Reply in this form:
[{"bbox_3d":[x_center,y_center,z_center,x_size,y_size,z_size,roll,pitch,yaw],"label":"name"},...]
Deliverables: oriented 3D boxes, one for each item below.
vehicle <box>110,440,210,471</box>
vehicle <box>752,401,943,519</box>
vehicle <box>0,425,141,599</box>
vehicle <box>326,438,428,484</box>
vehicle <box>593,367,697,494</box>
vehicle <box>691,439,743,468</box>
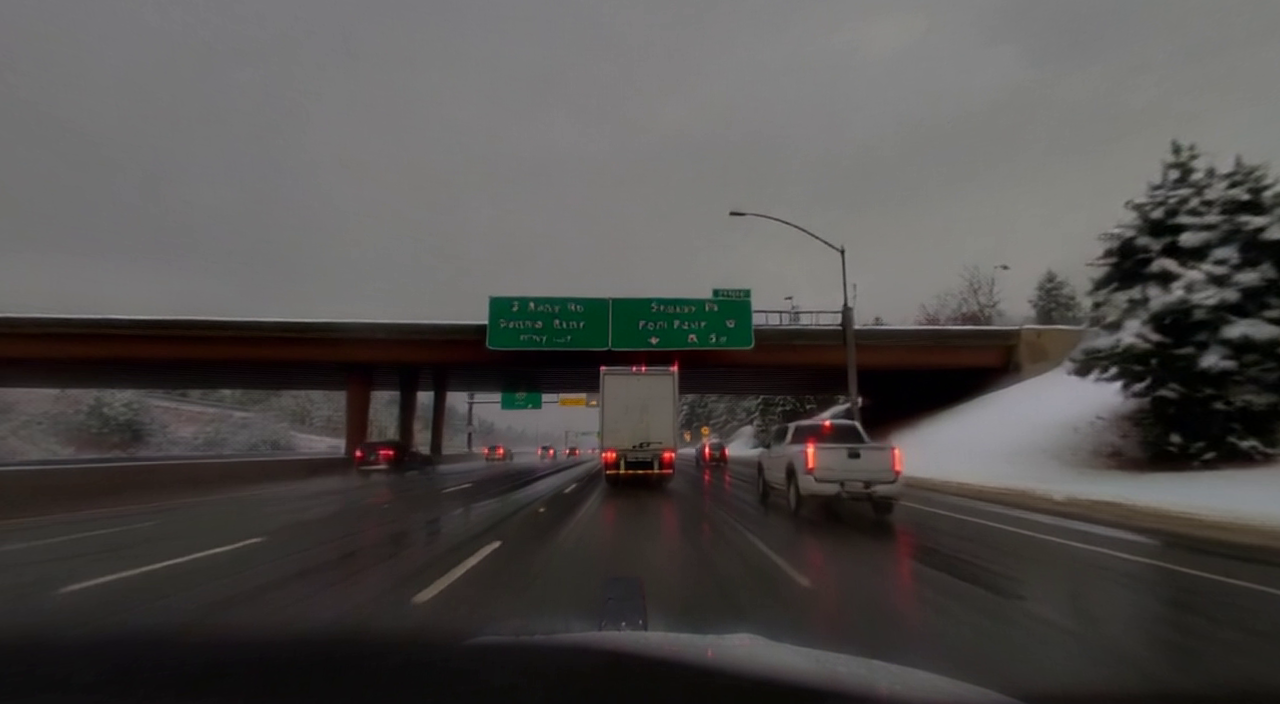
[{"bbox_3d":[-34.365,7.454,45.491,2.187,2.054,6.638,0,-9,-2],"label":"vehicle"},{"bbox_3d":[3.926,2.195,13.138,2.174,1.968,5.016,0,-9,-1],"label":"vehicle"},{"bbox_3d":[-6.634,1.264,4.617,2.057,1.506,4.829,0,-9,-1],"label":"vehicle"},{"bbox_3d":[-10.848,4.535,26.516,2.119,1.747,5.121,0,-9,-1],"label":"vehicle"},{"bbox_3d":[-0.062,3.020,23.250,2.916,3.584,10.841,0,-9,-2],"label":"vehicle"},{"bbox_3d":[4.186,5.606,35.028,2.108,1.508,4.744,0,-9,-2],"label":"vehicle"}]
